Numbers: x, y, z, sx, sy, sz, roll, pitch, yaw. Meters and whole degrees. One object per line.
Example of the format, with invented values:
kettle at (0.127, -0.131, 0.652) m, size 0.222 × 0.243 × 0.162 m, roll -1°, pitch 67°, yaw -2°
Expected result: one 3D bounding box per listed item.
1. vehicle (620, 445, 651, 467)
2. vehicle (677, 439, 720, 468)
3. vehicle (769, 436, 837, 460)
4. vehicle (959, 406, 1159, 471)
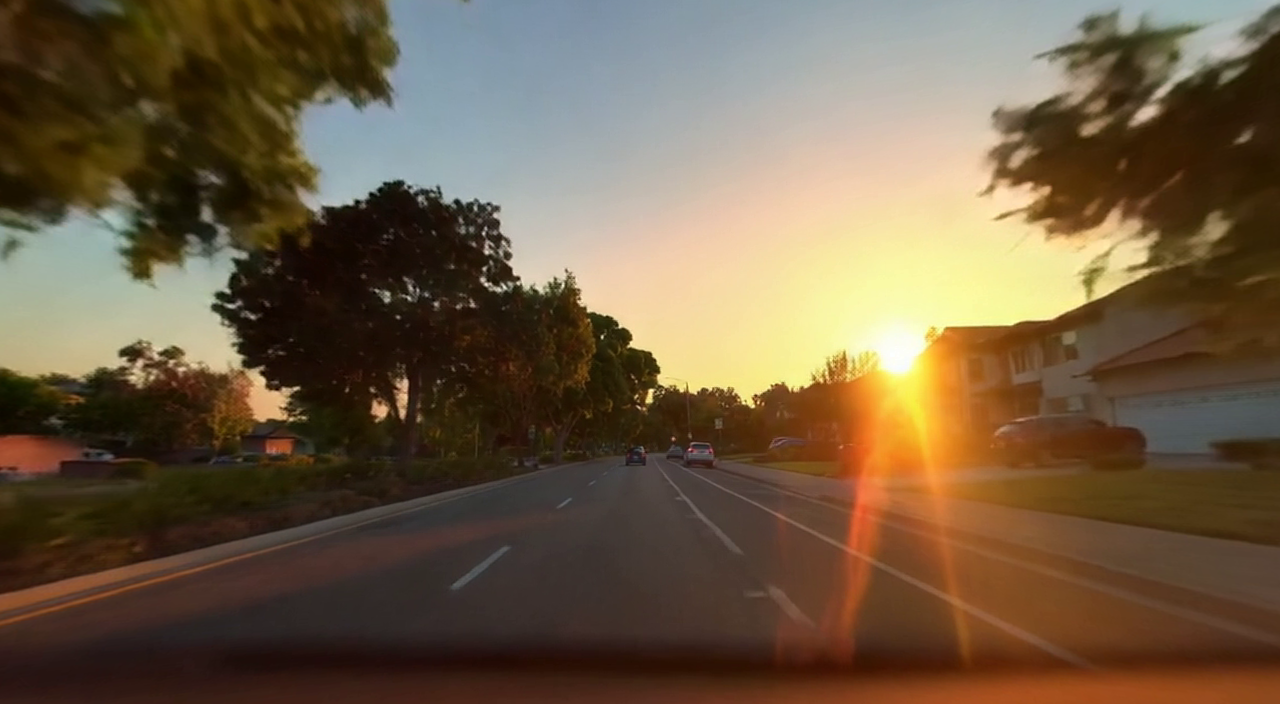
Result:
vehicle at (-0.315, 7.323, 44.387) m, size 2.054 × 1.456 × 4.003 m, roll 0°, pitch -8°, yaw 0°
vehicle at (3.824, 6.786, 42.096) m, size 2.203 × 1.828 × 5.336 m, roll 1°, pitch -9°, yaw -2°
vehicle at (12.749, 7.527, 49.197) m, size 4.694 × 1.622 × 2.067 m, roll -2°, pitch -7°, yaw 0°
vehicle at (13.106, 2.738, 19.938) m, size 4.739 × 1.918 × 2.071 m, roll 0°, pitch -9°, yaw 3°
